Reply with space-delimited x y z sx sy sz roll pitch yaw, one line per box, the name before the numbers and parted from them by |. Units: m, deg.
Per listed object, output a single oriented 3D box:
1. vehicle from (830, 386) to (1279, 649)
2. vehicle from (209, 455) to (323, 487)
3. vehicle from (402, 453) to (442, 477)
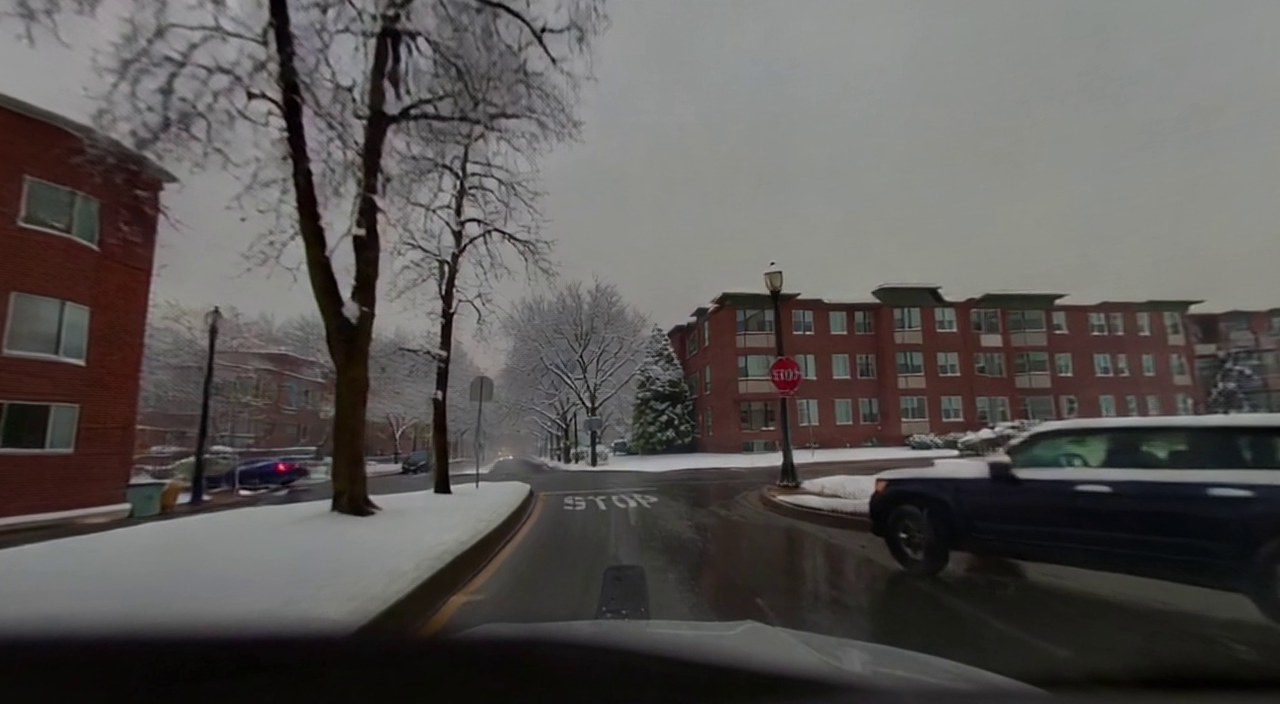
vehicle | 4.133 1.232 5.393 2.065 1.529 4.709 1 -10 -25
vehicle | -19.230 6.128 32.547 4.654 1.503 1.951 0 -8 3
vehicle | -15.229 7.901 44.206 2.027 1.475 4.522 2 -8 -12
